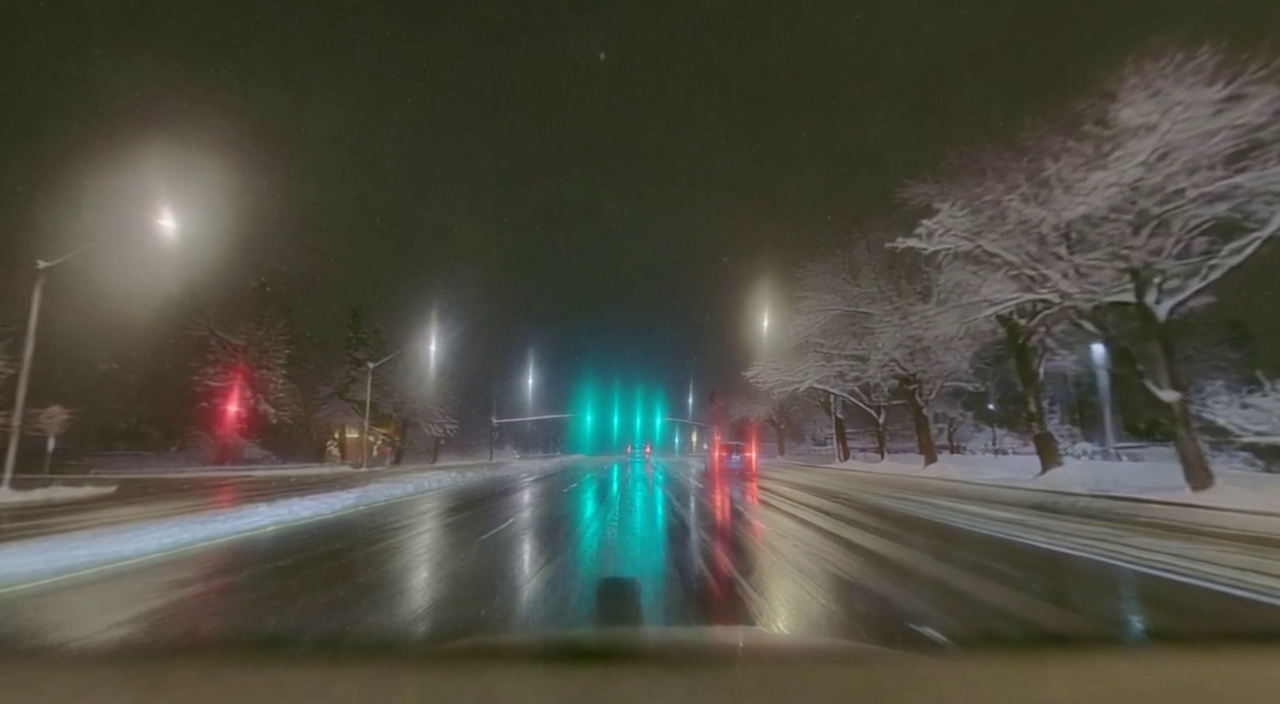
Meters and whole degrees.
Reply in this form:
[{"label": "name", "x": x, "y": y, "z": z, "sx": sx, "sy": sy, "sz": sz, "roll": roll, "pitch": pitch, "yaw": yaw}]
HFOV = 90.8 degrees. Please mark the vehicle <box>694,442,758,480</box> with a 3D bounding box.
[{"label": "vehicle", "x": 3.560, "y": 4.585, "z": 26.950, "sx": 1.948, "sy": 1.479, "sz": 4.620, "roll": 0, "pitch": -8, "yaw": -2}]
